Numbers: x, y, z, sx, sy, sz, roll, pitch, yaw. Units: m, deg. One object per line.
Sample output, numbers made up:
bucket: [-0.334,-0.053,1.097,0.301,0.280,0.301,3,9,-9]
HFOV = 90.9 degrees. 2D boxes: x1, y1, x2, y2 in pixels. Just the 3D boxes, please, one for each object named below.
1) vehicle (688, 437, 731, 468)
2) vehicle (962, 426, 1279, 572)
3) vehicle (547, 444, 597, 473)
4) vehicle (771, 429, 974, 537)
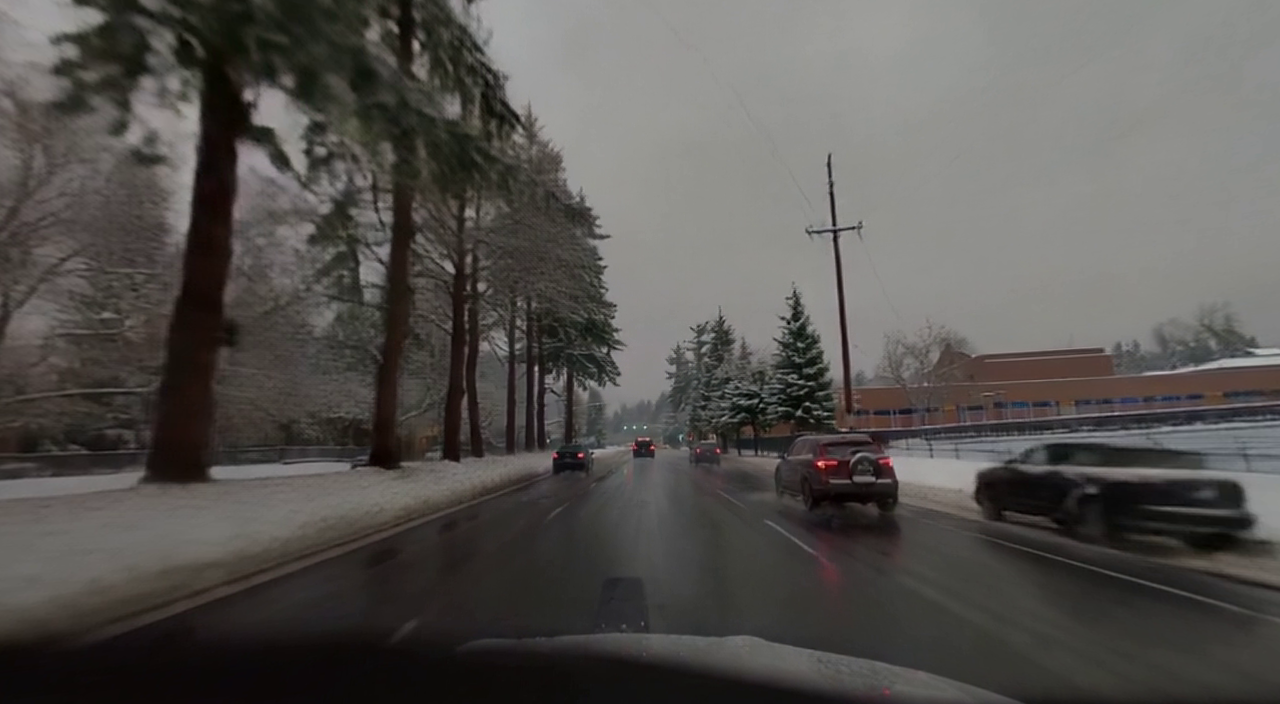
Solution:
vehicle: [3.924,5.783,36.487,1.980,1.709,4.367,0,-8,0]
vehicle: [6.830,1.878,8.959,2.040,1.509,4.618,0,-8,0]
vehicle: [-3.299,5.227,31.199,2.013,1.354,3.908,0,-8,1]
vehicle: [3.716,2.150,11.019,1.919,1.502,4.232,0,-8,0]
